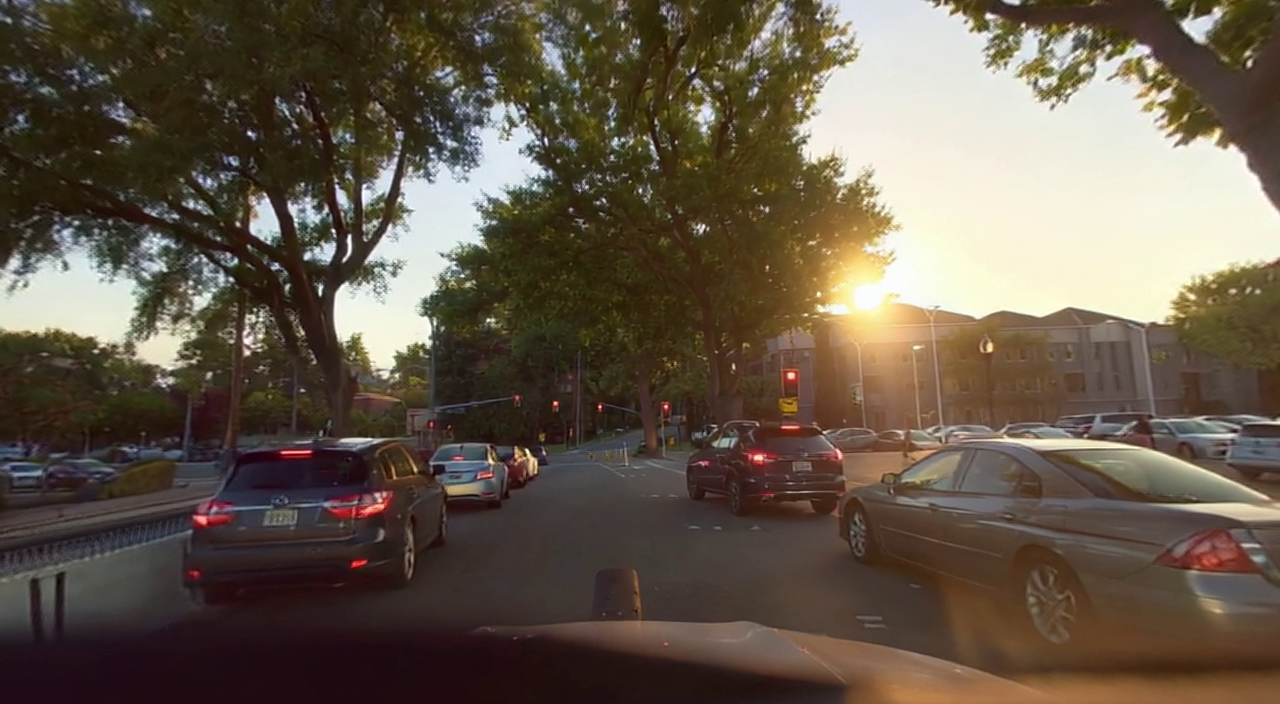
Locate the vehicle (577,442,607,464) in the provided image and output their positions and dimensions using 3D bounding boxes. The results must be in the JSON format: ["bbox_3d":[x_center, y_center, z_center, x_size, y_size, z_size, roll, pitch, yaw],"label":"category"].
[{"bbox_3d":[-3.553,7.385,46.451,2.095,1.473,4.301,1,-8,-5],"label":"vehicle"}]

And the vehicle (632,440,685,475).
[{"bbox_3d":[0.768,4.785,28.972,1.910,1.493,4.490,1,-8,-5],"label":"vehicle"}]

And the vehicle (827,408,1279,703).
[{"bbox_3d":[3.416,1.358,5.307,1.904,1.494,4.864,1,-8,-4],"label":"vehicle"}]

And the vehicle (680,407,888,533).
[{"bbox_3d":[2.404,2.211,12.545,2.324,1.907,5.634,1,-8,-6],"label":"vehicle"}]

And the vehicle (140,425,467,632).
[{"bbox_3d":[-3.096,1.624,6.965,1.968,1.497,4.286,2,-8,-11],"label":"vehicle"}]
